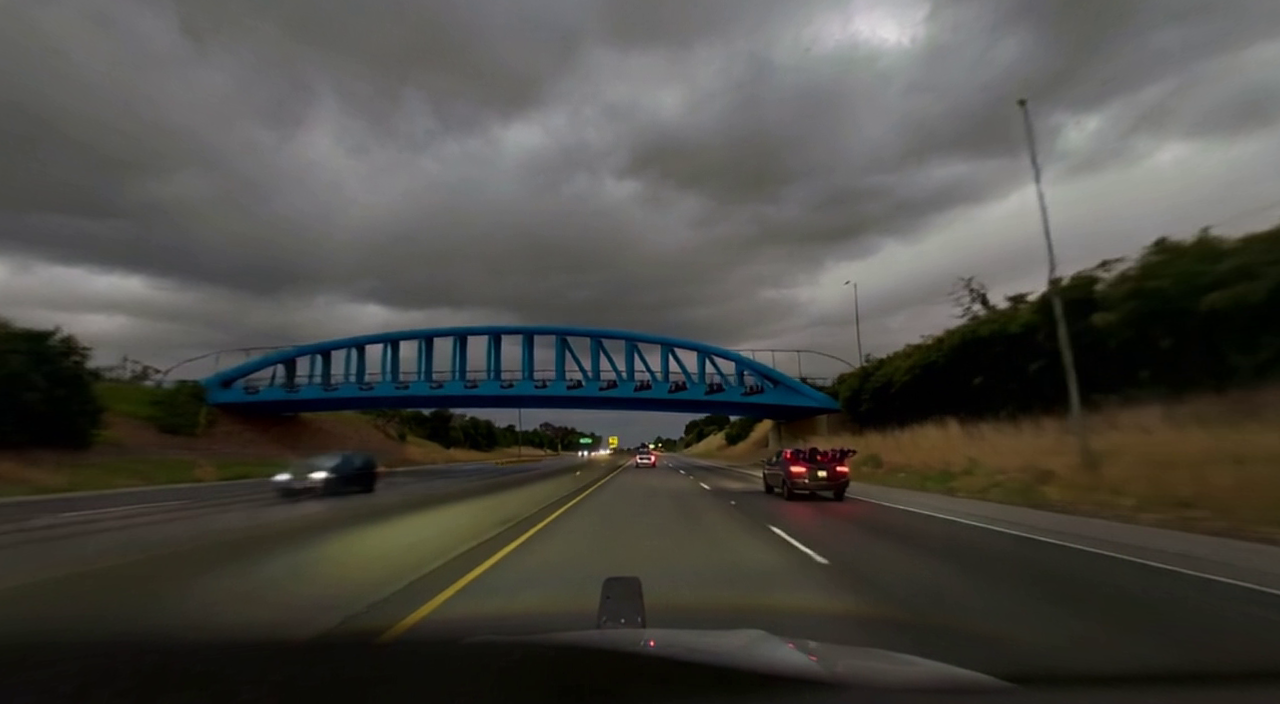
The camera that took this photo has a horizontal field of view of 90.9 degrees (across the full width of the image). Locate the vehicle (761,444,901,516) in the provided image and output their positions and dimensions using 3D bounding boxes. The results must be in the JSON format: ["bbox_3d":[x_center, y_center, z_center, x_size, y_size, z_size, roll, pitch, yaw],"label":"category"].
[{"bbox_3d":[4.564,3.121,15.984,1.988,1.505,4.958,0,-9,0],"label":"vehicle"}]

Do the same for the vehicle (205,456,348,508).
[{"bbox_3d":[-12.110,4.317,21.447,2.032,1.520,4.646,0,-9,1],"label":"vehicle"}]
